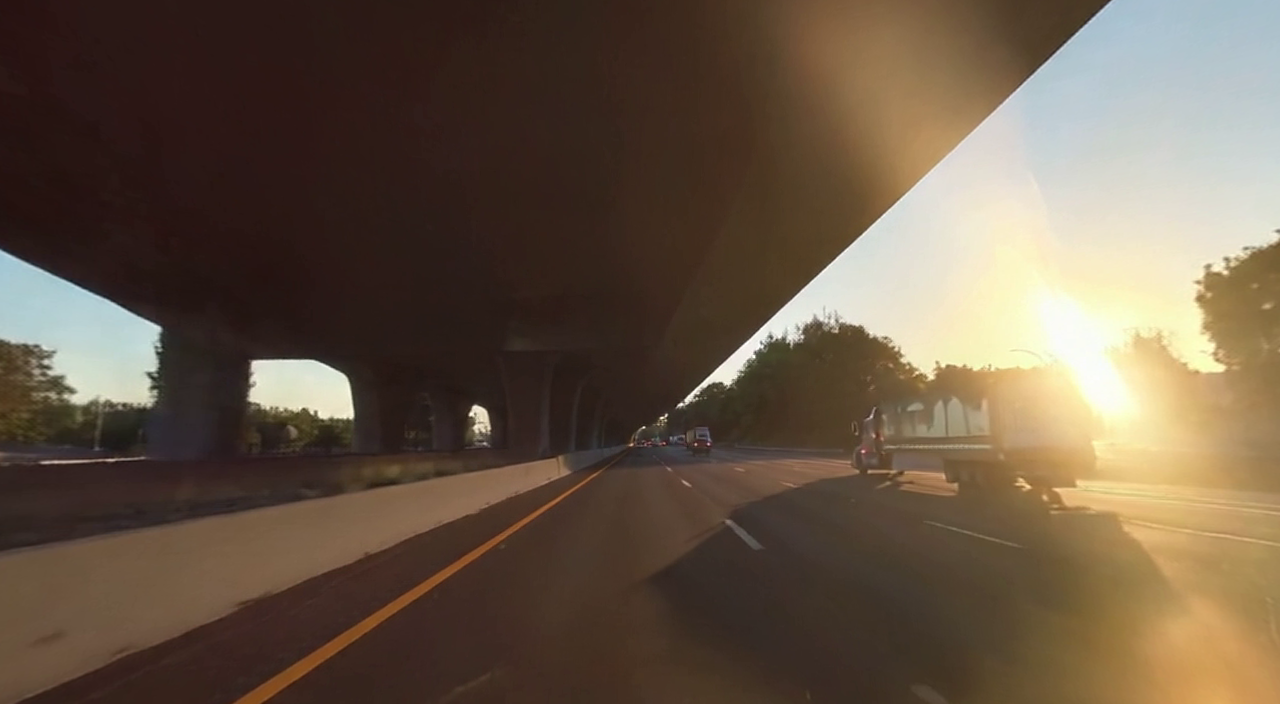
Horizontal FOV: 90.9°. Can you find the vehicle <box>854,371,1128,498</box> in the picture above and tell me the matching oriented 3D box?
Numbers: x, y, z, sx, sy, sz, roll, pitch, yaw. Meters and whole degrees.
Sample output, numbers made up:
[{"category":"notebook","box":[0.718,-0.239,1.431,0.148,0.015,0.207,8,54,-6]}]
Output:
[{"category":"vehicle","box":[10.773,2.879,21.550,2.960,3.207,10.950,0,-8,-1]}]
